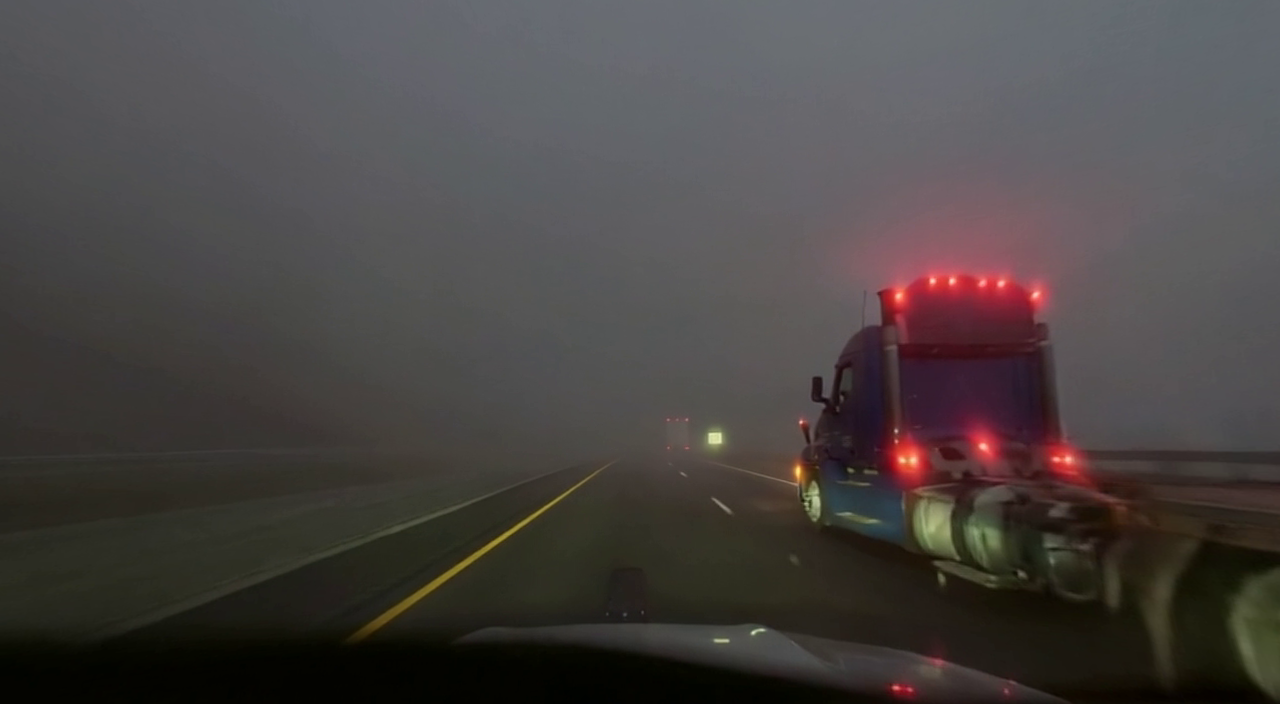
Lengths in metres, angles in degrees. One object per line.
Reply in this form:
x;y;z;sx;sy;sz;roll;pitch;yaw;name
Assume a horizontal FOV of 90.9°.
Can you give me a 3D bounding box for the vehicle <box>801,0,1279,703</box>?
4.063;0.026;4.888;3.080;4.016;9.760;0;-9;1;vehicle
